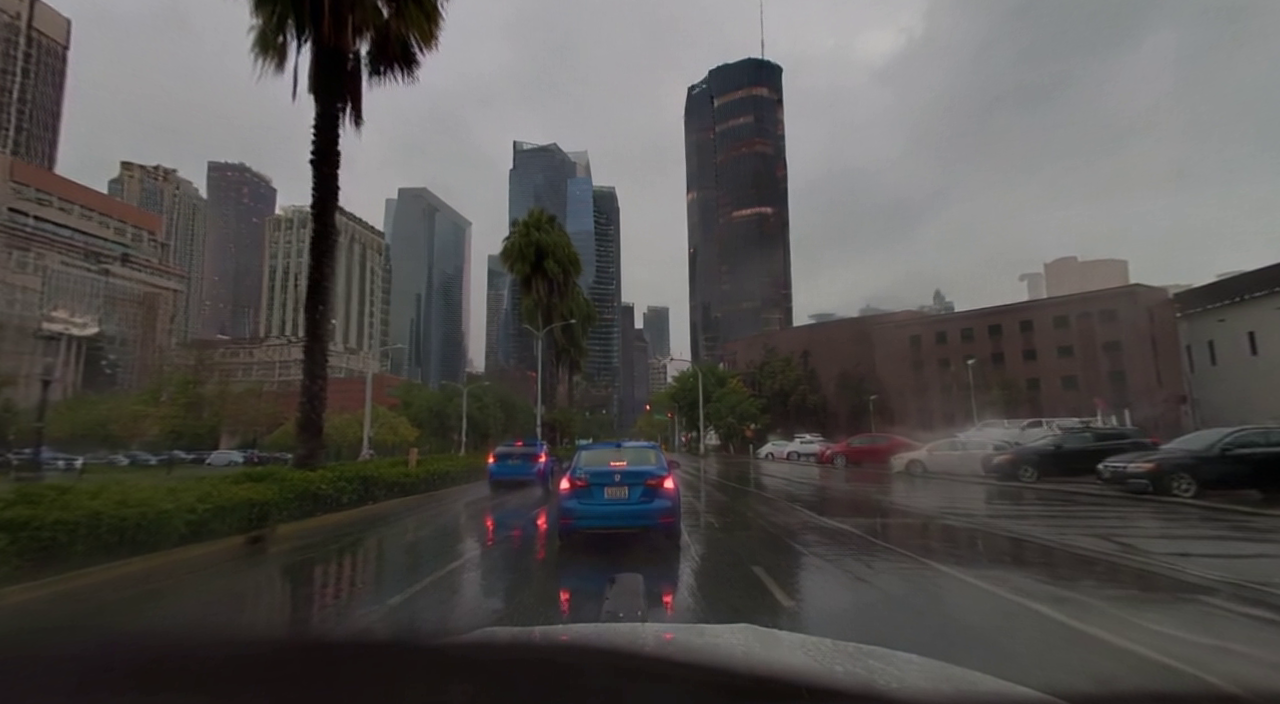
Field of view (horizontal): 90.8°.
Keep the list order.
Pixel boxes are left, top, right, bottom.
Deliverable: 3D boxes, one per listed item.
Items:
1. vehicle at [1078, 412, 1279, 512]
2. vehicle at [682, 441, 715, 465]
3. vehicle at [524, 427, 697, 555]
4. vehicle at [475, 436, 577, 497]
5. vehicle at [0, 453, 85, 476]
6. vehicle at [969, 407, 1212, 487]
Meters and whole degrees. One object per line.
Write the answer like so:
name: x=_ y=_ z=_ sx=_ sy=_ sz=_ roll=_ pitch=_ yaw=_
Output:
vehicle: x=12.638 y=2.214 z=13.247 sx=5.188 sy=1.805 sz=2.228 roll=-2 pitch=-8 yaw=-3
vehicle: x=4.312 y=7.498 z=47.157 sx=2.039 sy=1.701 sz=4.223 roll=0 pitch=-9 yaw=0
vehicle: x=-0.327 y=1.902 z=9.256 sx=2.004 sy=1.465 sz=3.713 roll=0 pitch=-9 yaw=0
vehicle: x=-3.110 y=3.227 z=18.199 sx=2.071 sy=1.544 sz=4.383 roll=0 pitch=-9 yaw=1
vehicle: x=-41.659 y=7.812 z=43.915 sx=4.261 sy=1.507 sz=1.977 roll=0 pitch=-9 yaw=0
vehicle: x=12.866 y=2.772 z=18.406 sx=5.187 sy=1.962 sz=2.196 roll=-3 pitch=-9 yaw=4
